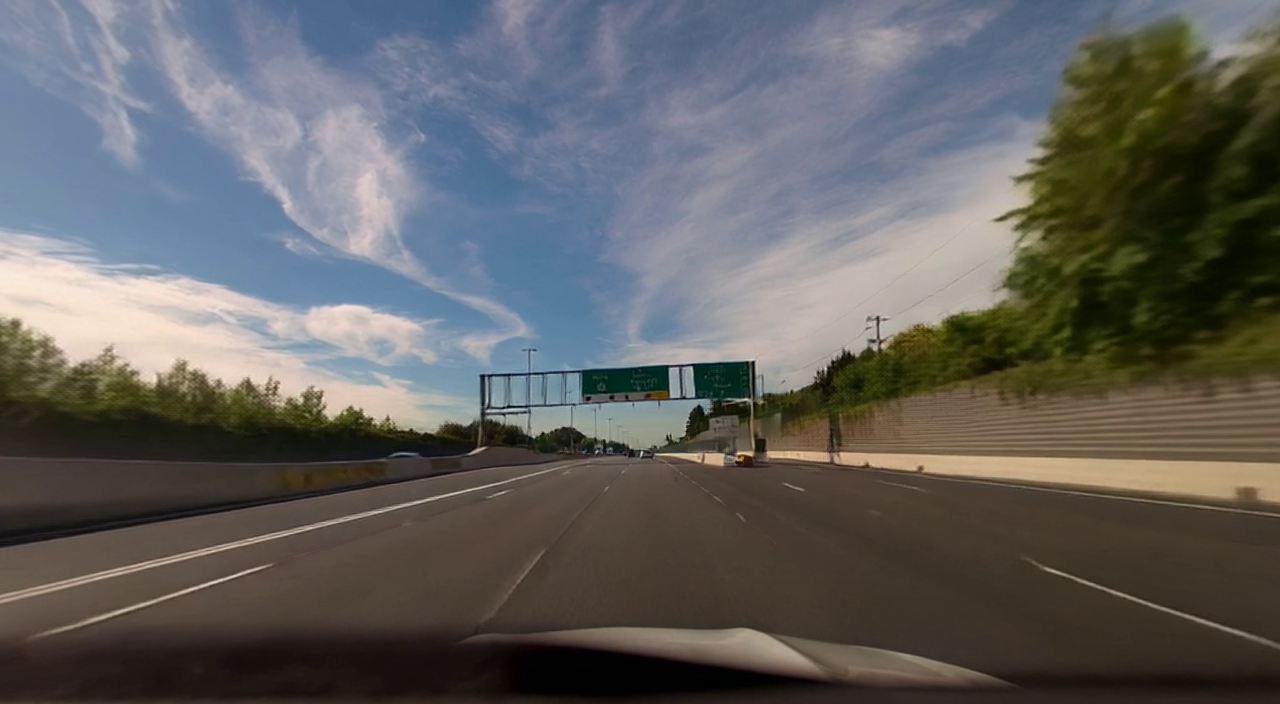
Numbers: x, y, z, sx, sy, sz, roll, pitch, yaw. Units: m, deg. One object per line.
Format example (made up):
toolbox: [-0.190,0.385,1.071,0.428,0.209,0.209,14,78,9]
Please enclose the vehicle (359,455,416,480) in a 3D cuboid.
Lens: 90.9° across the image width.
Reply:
vehicle: [-16.499,7.536,41.387,1.900,1.457,4.449,-1,-9,0]
